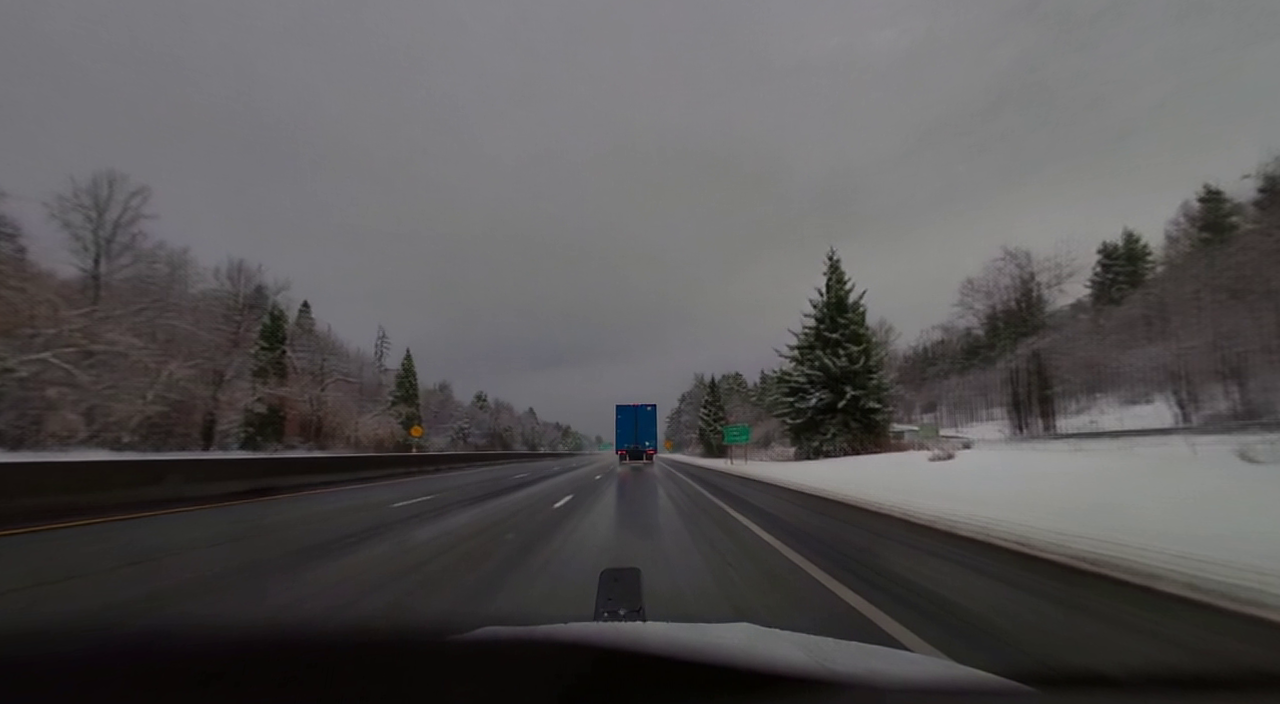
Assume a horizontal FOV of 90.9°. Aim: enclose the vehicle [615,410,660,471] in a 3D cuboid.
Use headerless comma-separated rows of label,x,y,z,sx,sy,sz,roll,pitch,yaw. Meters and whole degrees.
vehicle,-0.260,6.637,46.838,2.982,3.947,11.075,0,-9,-1
